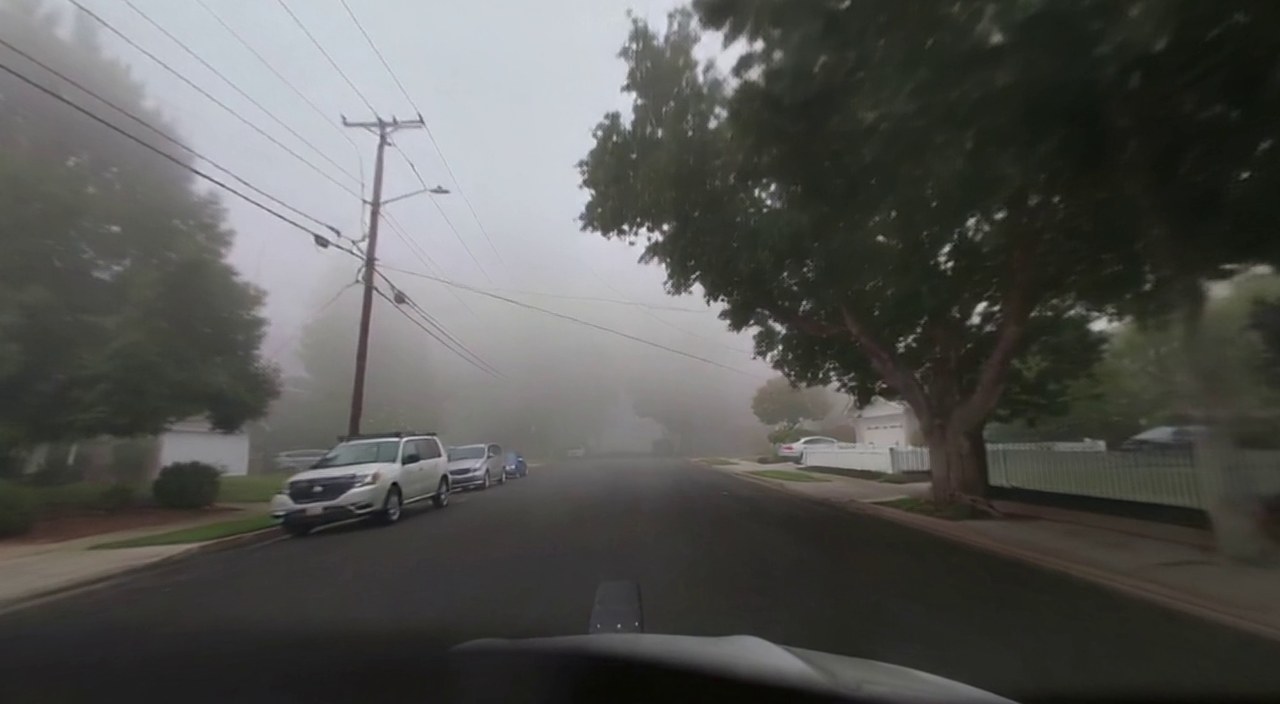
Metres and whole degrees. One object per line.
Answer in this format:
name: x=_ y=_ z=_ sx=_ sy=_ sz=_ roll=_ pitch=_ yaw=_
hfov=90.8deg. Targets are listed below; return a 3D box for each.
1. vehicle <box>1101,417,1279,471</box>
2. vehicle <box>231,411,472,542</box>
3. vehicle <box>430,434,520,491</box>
vehicle: x=17.770 y=2.933 z=20.169 sx=4.372 sy=1.490 sz=2.032 roll=-2 pitch=-9 yaw=1
vehicle: x=-5.605 y=2.471 z=13.472 sx=2.411 sy=1.979 sz=5.915 roll=-4 pitch=-8 yaw=0
vehicle: x=-6.005 y=4.034 z=23.685 sx=2.015 sy=1.766 sz=5.450 roll=-3 pitch=-8 yaw=-2
